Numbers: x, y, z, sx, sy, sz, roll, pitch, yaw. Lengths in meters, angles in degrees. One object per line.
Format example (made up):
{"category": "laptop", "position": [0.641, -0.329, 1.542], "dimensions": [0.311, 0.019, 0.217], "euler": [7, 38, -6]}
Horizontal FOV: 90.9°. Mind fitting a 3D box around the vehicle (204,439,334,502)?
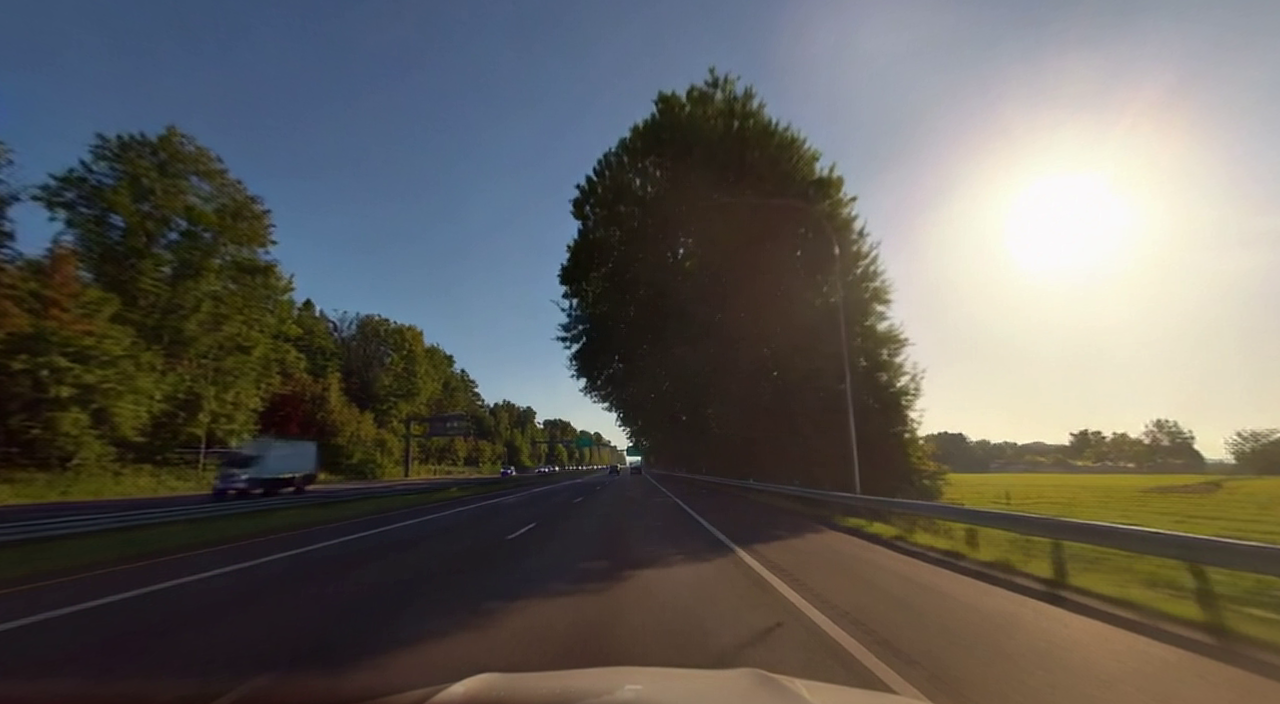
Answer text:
{"category": "vehicle", "position": [-16.309, 5.270, 28.181], "dimensions": [2.254, 2.457, 5.635], "euler": [1, -10, 0]}
